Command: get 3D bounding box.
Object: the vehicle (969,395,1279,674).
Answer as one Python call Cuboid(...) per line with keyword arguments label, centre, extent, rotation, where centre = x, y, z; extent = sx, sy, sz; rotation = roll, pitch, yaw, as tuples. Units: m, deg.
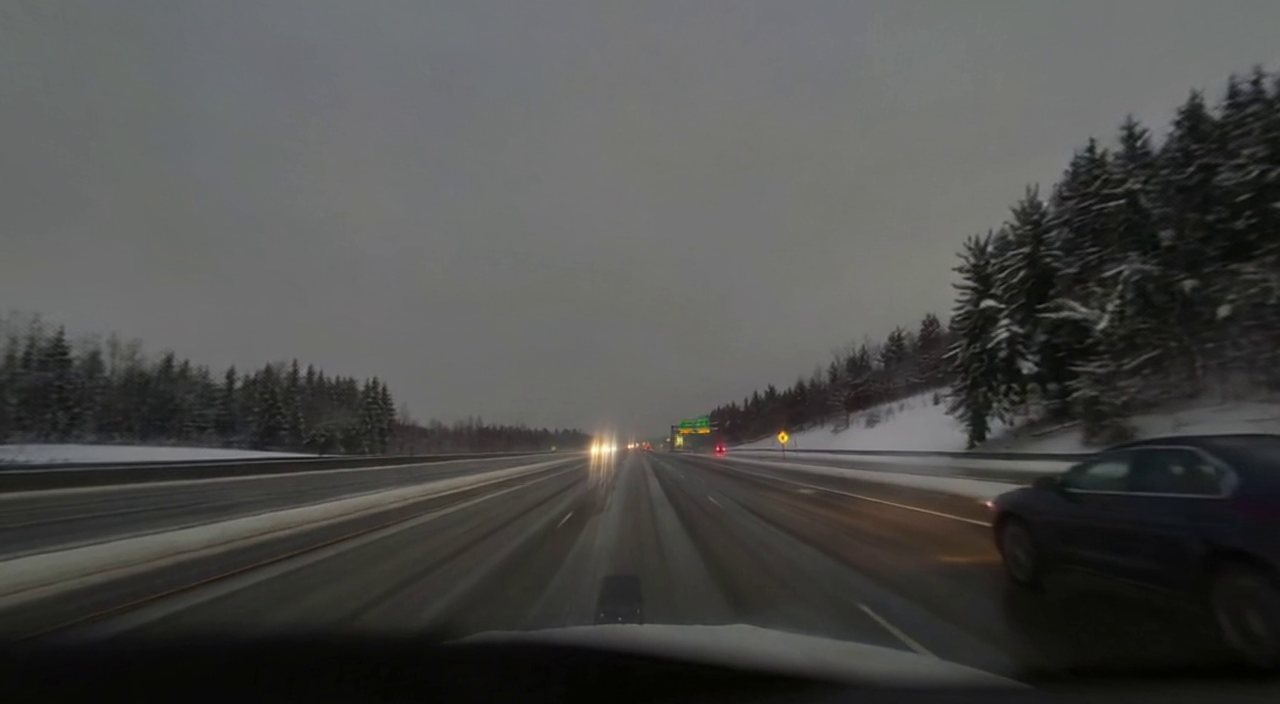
Cuboid(label="vehicle", centre=(4.541, 1.179, 4.624), extent=(1.984, 1.540, 3.973), rotation=(-1, -9, -1))
